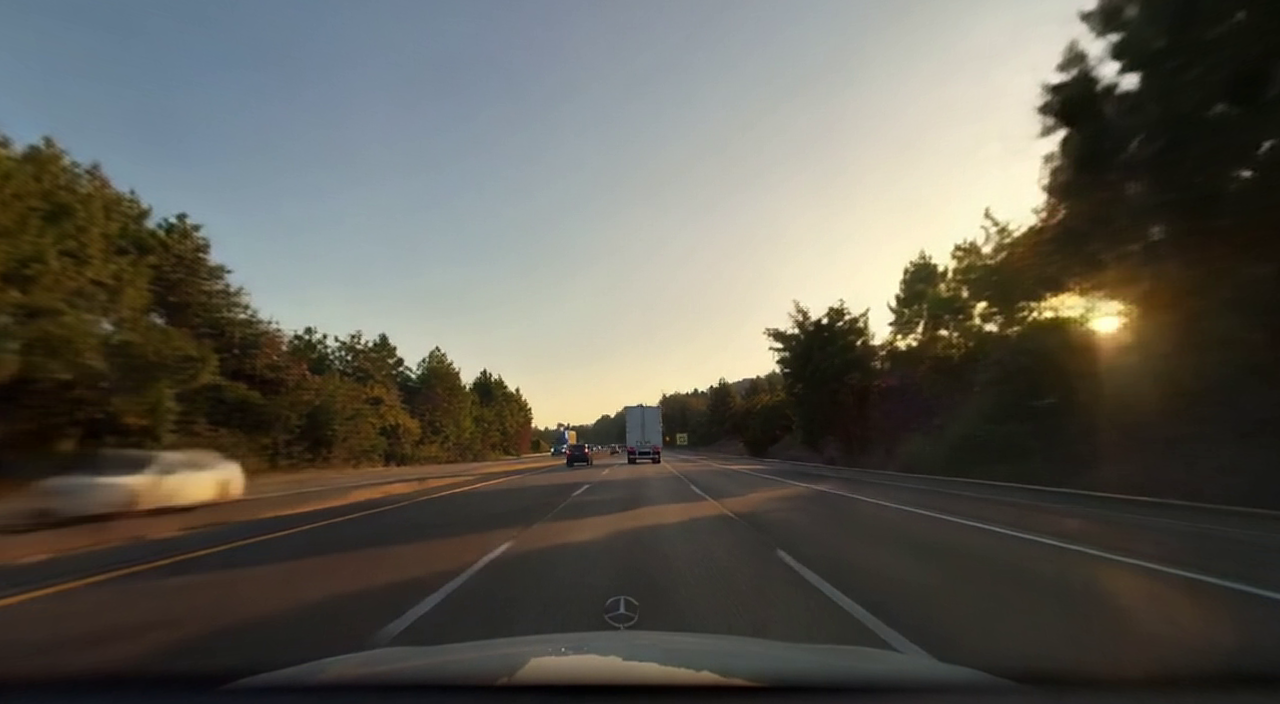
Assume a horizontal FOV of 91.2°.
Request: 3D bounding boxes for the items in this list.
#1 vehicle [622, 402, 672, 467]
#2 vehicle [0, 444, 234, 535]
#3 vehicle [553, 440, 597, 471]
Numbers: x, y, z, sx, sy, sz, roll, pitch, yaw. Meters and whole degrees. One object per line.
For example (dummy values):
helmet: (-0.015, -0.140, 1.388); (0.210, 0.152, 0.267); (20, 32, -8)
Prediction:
vehicle: (0.390, 6.026, 44.864); (3.100, 4.091, 10.664); (0, -9, 0)
vehicle: (-10.402, 2.611, 12.506); (1.845, 1.488, 4.104); (0, -9, 0)
vehicle: (-3.657, 5.922, 35.924); (2.112, 1.645, 4.129); (0, -9, 0)
